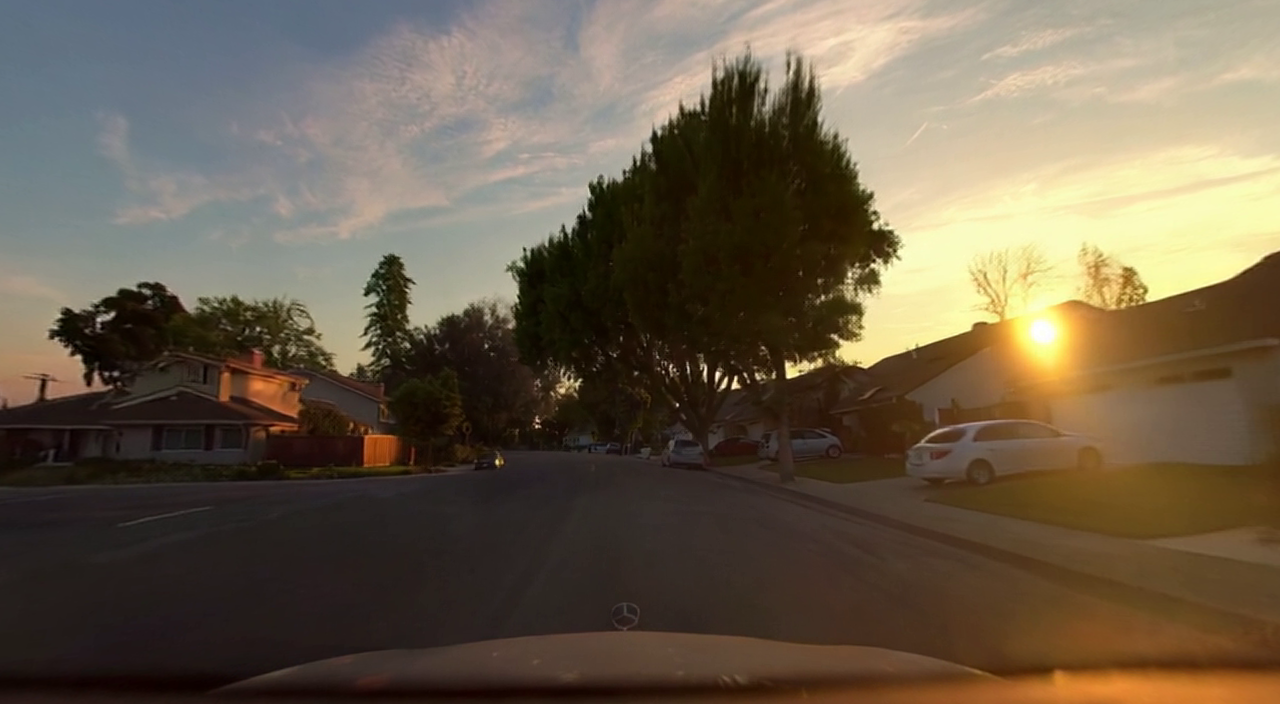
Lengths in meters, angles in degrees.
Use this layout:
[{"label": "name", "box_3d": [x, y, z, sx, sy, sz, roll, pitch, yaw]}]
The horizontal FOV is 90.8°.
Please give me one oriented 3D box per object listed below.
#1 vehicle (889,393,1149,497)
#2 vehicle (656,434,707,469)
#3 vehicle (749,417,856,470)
[{"label": "vehicle", "box_3d": [9.405, 2.306, 16.014, 5.072, 1.909, 2.237, -5, -7, -5]}, {"label": "vehicle", "box_3d": [2.465, 6.034, 38.552, 2.214, 1.962, 4.733, 1, -8, -7]}, {"label": "vehicle", "box_3d": [8.409, 4.774, 33.030, 4.801, 2.139, 2.164, -6, -7, -3]}]
